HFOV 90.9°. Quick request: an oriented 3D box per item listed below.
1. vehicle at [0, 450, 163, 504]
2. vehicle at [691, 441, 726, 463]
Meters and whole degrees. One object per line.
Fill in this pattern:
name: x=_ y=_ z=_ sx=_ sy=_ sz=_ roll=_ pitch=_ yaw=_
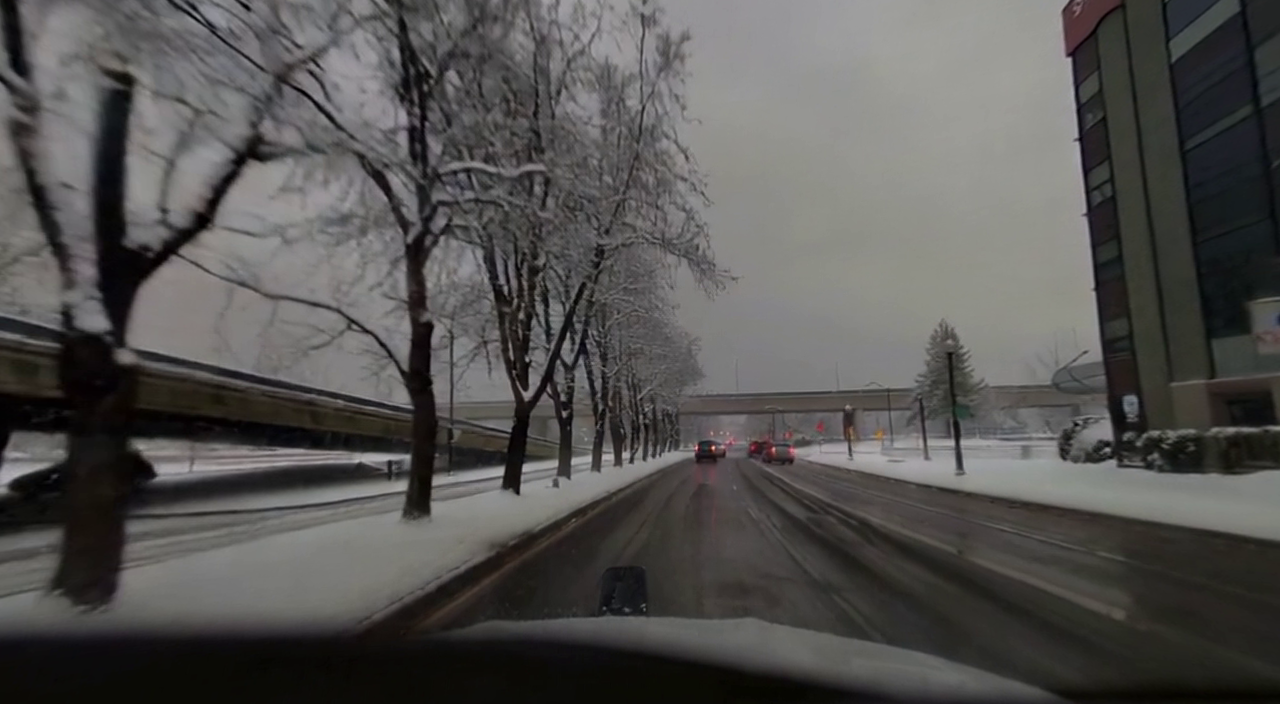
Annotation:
vehicle: x=-19.799 y=4.363 z=22.125 sx=4.562 sy=1.464 sz=2.090 roll=-4 pitch=-7 yaw=3
vehicle: x=5.110 y=7.366 z=46.476 sx=2.280 sy=1.475 sz=4.051 roll=-2 pitch=-9 yaw=10
